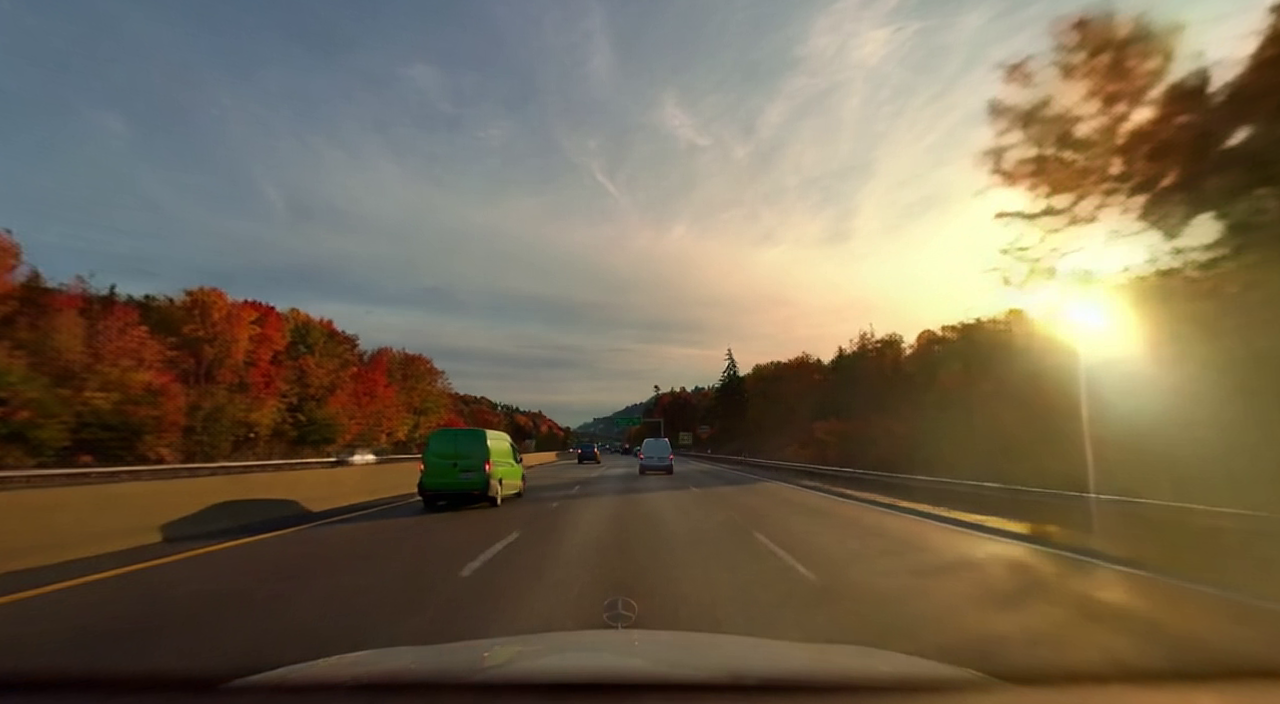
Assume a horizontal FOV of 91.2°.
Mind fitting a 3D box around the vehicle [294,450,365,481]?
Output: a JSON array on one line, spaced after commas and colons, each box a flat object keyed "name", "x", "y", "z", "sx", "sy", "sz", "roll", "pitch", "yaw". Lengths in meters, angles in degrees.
[{"name": "vehicle", "x": -16.781, "y": 6.125, "z": 34.069, "sx": 1.845, "sy": 1.515, "sz": 3.851, "roll": 0, "pitch": -9, "yaw": 0}]

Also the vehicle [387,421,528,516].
[{"name": "vehicle", "x": -3.846, "y": 2.538, "z": 14.006, "sx": 2.021, "sy": 1.790, "sz": 3.907, "roll": 0, "pitch": -9, "yaw": -1}]

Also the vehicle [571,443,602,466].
[{"name": "vehicle", "x": -4.198, "y": 8.146, "z": 49.908, "sx": 2.088, "sy": 1.688, "sz": 4.365, "roll": 0, "pitch": -9, "yaw": -1}]

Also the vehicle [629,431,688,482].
[{"name": "vehicle", "x": 0.690, "y": 4.405, "z": 26.608, "sx": 2.179, "sy": 1.930, "sz": 4.538, "roll": 0, "pitch": -9, "yaw": -2}]
